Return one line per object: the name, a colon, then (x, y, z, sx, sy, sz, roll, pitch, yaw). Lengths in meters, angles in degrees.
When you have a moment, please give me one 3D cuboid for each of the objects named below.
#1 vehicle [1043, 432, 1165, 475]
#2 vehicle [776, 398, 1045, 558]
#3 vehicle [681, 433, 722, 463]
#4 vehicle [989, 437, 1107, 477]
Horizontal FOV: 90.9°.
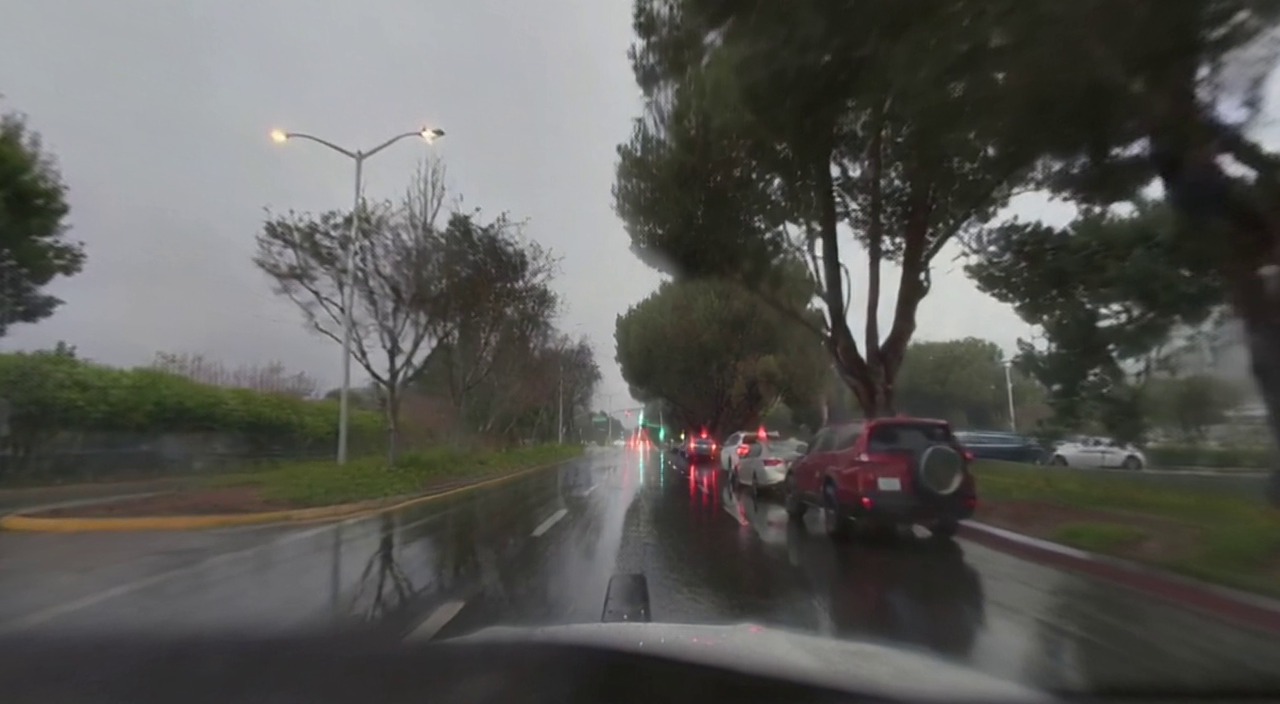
vehicle: (19.632, 4.302, 26.959, 2.008, 1.582, 4.329, -3, -8, 3)
vehicle: (3.620, 1.774, 9.521, 2.144, 1.848, 4.159, 0, -8, -1)
vehicle: (4.150, 6.563, 43.264, 2.226, 1.889, 4.543, 0, -8, -1)
vehicle: (17.052, 4.400, 26.724, 2.036, 1.508, 4.679, 0, -8, 2)
